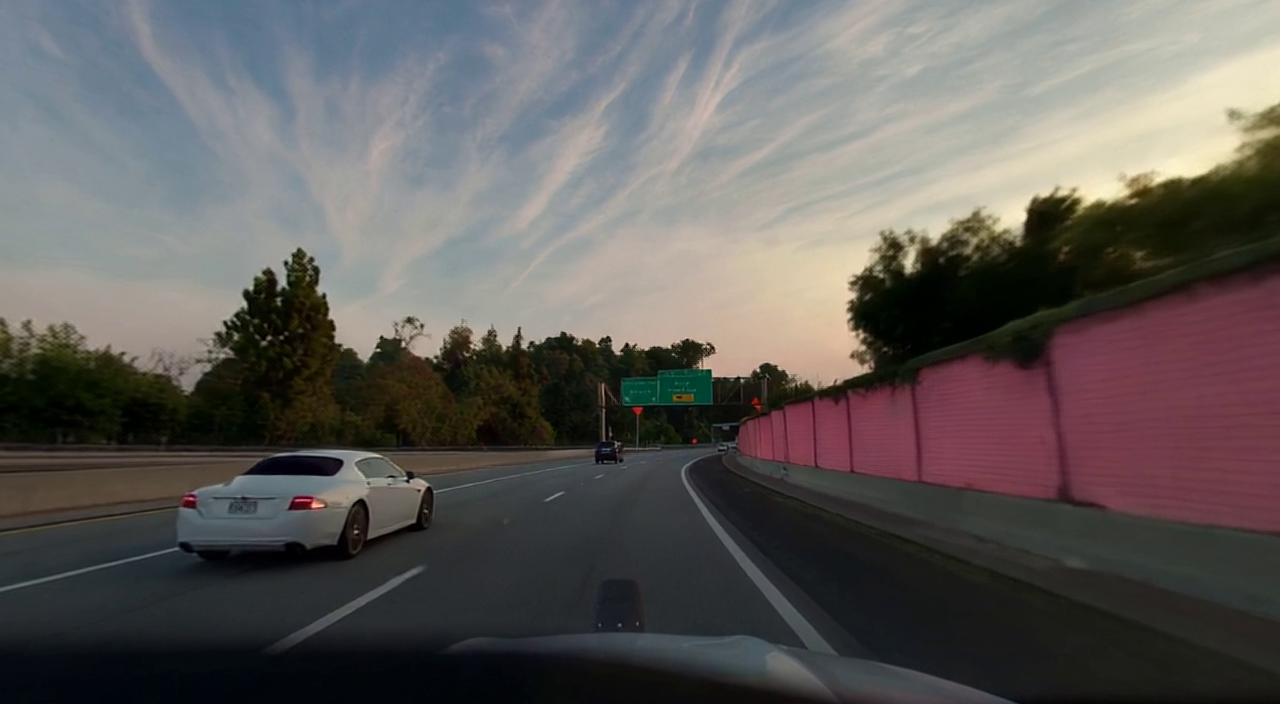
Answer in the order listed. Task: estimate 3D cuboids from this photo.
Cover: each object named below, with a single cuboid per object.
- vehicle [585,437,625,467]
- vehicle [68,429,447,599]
[{"bbox_3d":[-2.041,5.981,37.710,1.833,1.697,3.984,-1,-9,5],"label":"vehicle"},{"bbox_3d":[-3.894,1.699,7.526,1.746,1.405,4.339,0,-9,1],"label":"vehicle"}]
